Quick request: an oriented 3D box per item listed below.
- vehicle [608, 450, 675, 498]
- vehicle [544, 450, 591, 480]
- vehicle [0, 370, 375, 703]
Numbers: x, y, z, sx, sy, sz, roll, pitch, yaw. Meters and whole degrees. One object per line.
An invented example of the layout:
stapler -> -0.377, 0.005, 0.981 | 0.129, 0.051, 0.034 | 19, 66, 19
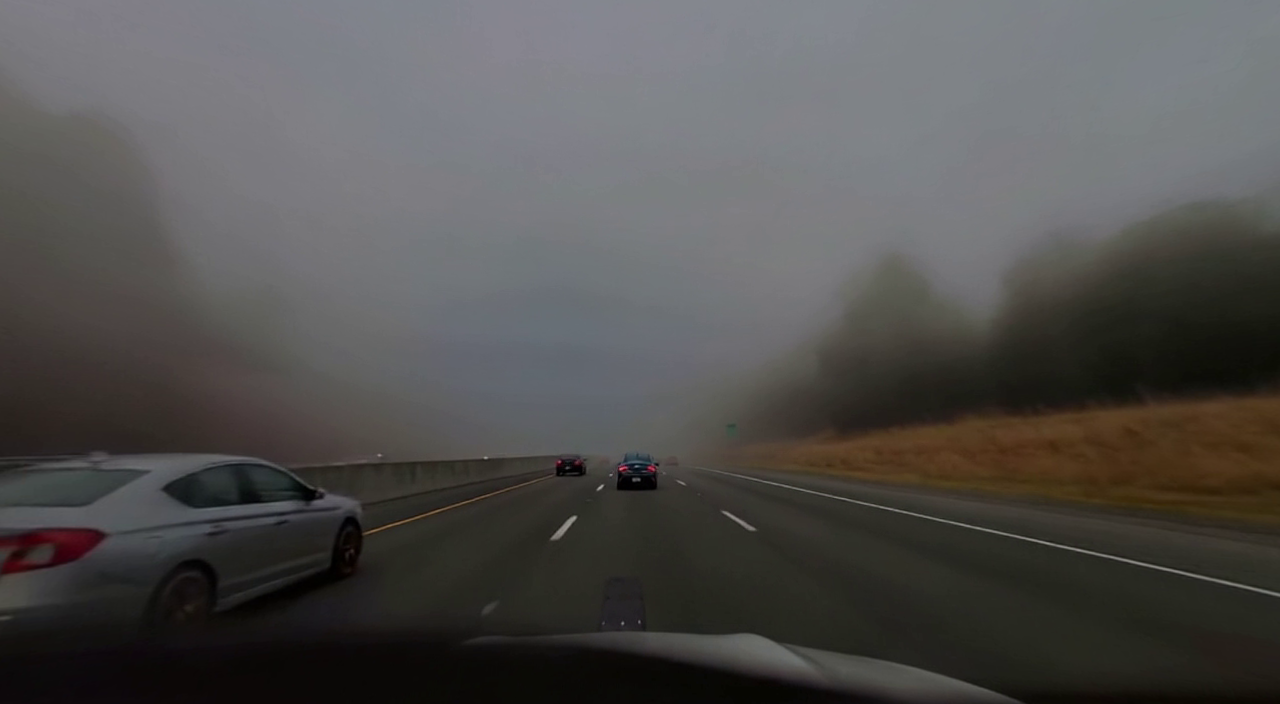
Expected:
vehicle -> 0.015, 3.989, 20.960 | 2.023, 1.400, 4.028 | 0, -9, -1
vehicle -> -3.969, 6.254, 35.131 | 2.153, 1.581, 4.375 | 0, -9, 0
vehicle -> -3.697, 1.154, 4.251 | 2.048, 1.621, 4.058 | 0, -9, 0
